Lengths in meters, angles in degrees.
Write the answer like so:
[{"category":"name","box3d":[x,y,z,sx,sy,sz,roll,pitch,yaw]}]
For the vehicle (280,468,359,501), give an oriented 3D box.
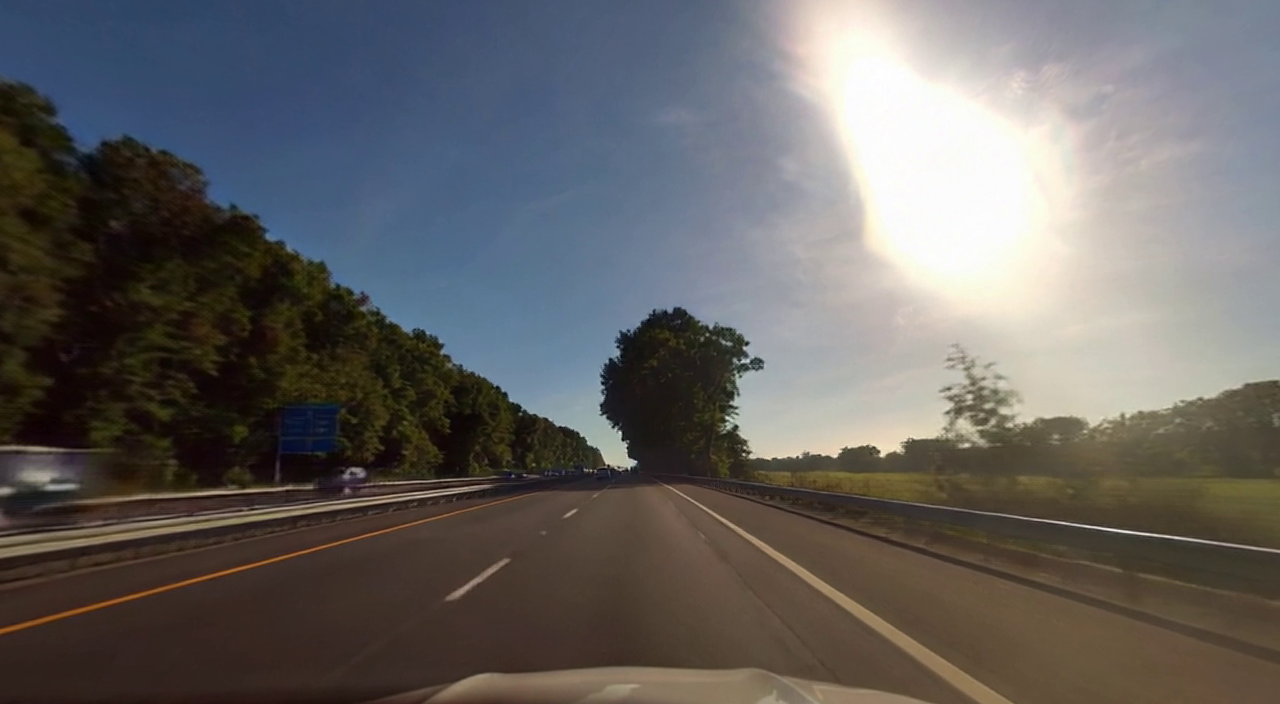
[{"category":"vehicle","box3d":[-17.061,7.072,33.795,2.059,1.605,4.041,1,-10,0]}]
